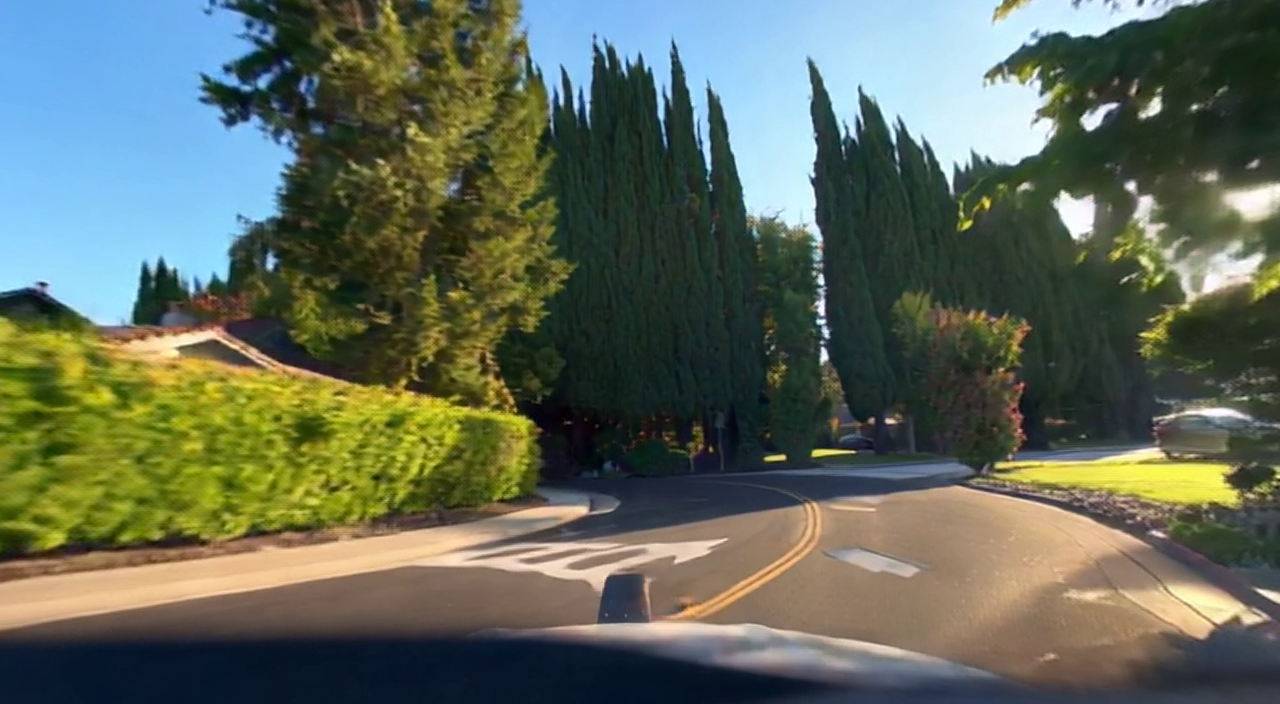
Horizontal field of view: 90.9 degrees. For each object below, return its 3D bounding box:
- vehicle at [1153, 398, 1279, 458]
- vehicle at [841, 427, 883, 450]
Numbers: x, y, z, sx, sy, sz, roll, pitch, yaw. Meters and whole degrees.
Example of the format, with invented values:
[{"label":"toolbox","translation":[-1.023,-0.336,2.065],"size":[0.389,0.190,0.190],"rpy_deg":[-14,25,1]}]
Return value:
[{"label":"vehicle","translation":[19.863,2.529,20.585],"size":[2.023,1.756,4.799],"rpy_deg":[0,-8,-3]},{"label":"vehicle","translation":[15.951,6.225,45.463],"size":[1.802,1.548,3.501],"rpy_deg":[1,-8,1]}]
